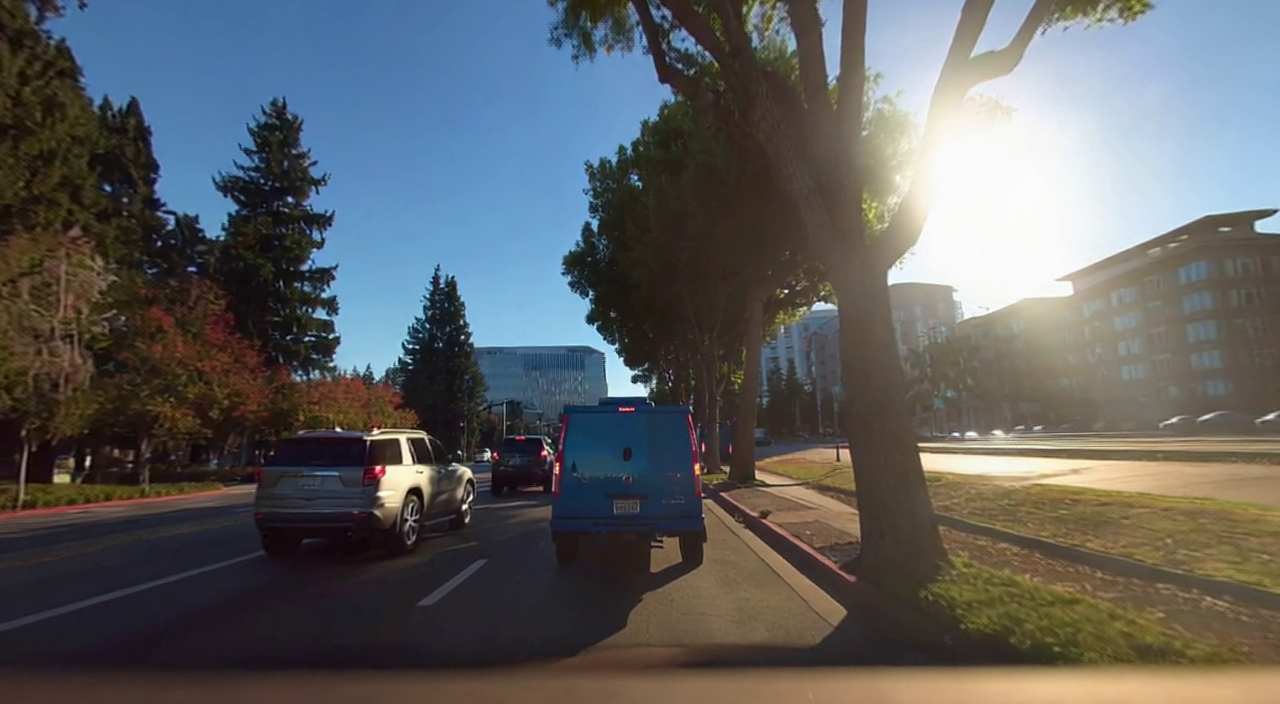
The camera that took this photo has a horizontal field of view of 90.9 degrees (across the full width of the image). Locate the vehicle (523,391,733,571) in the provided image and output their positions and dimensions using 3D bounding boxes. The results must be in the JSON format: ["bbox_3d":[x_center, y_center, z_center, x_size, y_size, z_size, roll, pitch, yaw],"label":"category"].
[{"bbox_3d":[-0.103,1.575,8.343,2.075,1.770,4.018,0,-8,0],"label":"vehicle"}]

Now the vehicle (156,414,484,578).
[{"bbox_3d":[-3.767,1.772,8.654,1.959,1.614,4.676,0,-8,1],"label":"vehicle"}]
